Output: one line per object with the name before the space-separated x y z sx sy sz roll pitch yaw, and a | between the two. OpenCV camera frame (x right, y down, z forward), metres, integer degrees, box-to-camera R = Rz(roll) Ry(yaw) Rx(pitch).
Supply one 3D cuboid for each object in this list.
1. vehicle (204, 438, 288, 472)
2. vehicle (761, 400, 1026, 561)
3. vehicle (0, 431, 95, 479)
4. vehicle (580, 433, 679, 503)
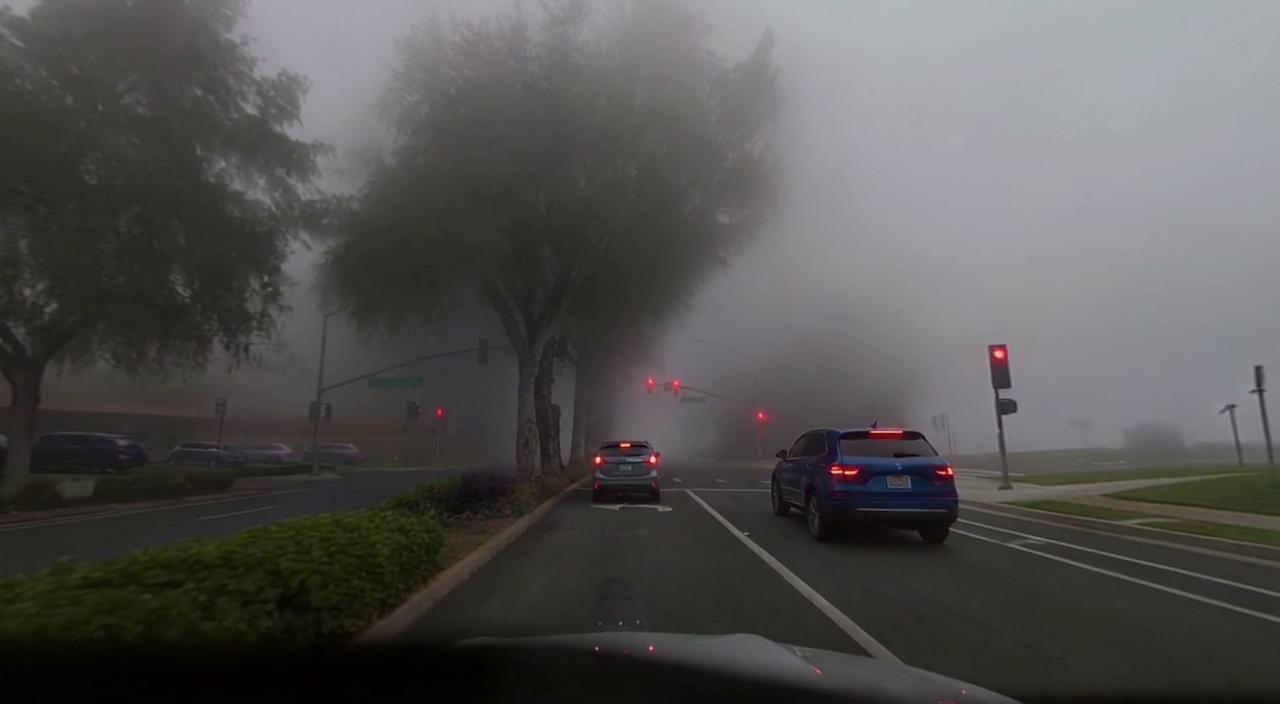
vehicle | -28.642 7.445 45.949 4.943 2.110 2.217 3 -11 -37
vehicle | 3.232 1.747 9.254 2.046 1.768 4.370 0 -9 0
vehicle | -28.745 4.761 29.151 4.957 2.108 2.246 4 -10 -29
vehicle | -0.232 2.895 16.267 2.177 1.512 4.682 0 -8 0
